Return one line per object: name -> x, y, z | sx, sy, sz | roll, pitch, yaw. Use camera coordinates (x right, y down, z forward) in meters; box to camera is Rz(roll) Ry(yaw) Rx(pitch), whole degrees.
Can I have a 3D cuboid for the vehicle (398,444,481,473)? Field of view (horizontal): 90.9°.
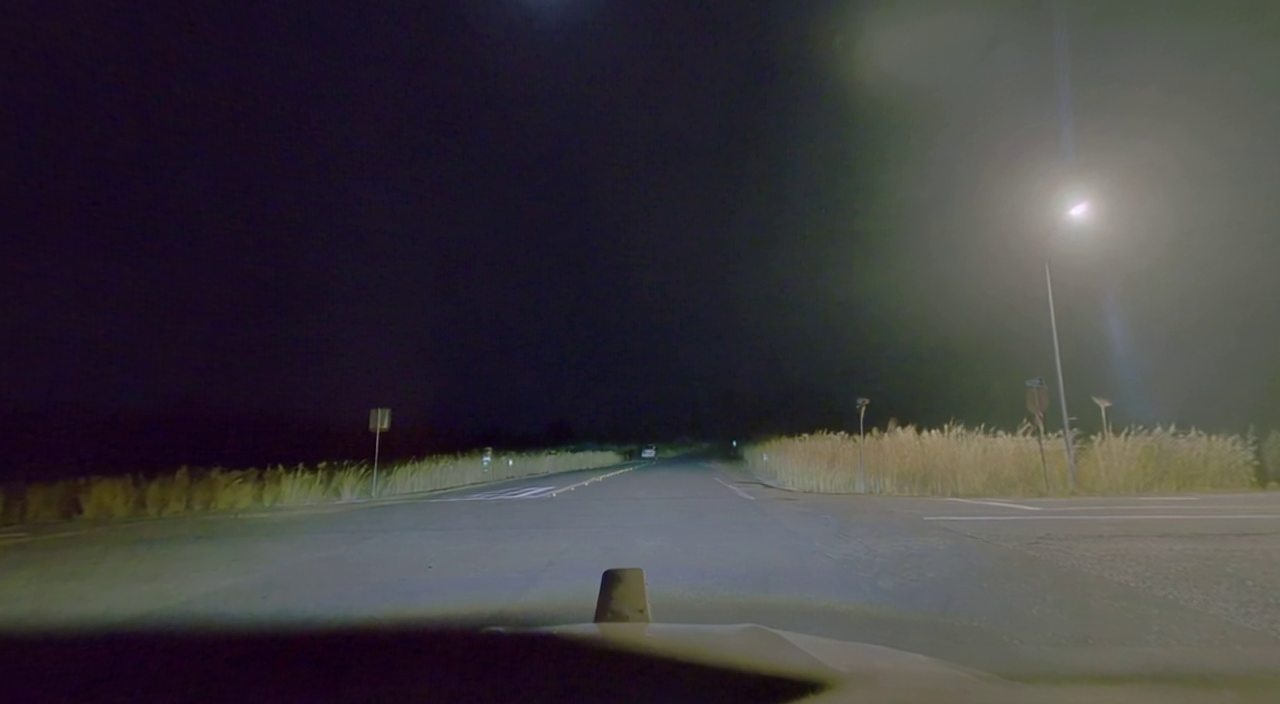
vehicle -> -12.678, 6.747, 40.063 | 4.590, 1.735, 1.973 | -1, -9, 3
